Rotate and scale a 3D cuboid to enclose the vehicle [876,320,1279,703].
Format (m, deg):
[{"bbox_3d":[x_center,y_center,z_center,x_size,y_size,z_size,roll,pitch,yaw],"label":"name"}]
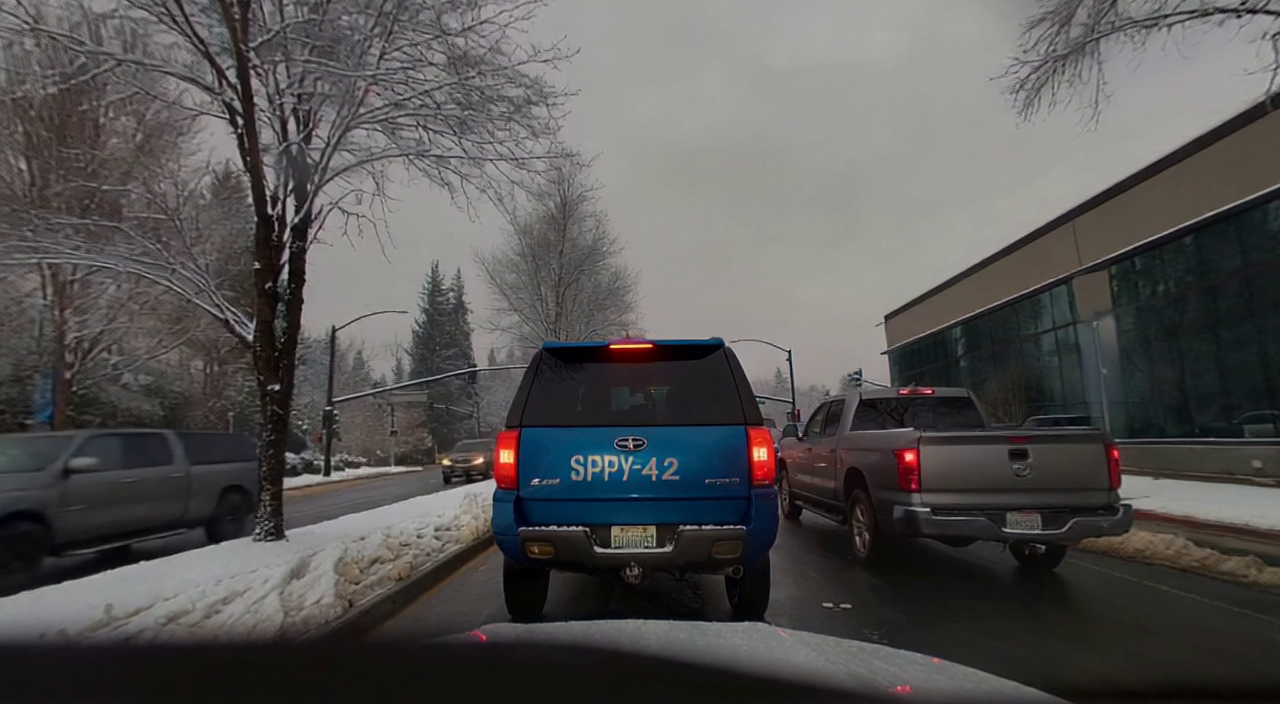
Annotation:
[{"bbox_3d":[3.080,0.987,3.466,2.022,1.700,4.410,0,-8,3],"label":"vehicle"}]

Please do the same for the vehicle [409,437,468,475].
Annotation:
[{"bbox_3d":[-15.455,7.991,48.814,2.395,2.745,6.273,0,-8,1],"label":"vehicle"}]

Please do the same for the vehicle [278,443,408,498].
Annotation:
[{"bbox_3d":[-12.173,4.866,26.485,2.419,2.018,5.952,0,-8,2],"label":"vehicle"}]

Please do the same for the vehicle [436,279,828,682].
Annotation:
[{"bbox_3d":[0.008,1.042,5.976,2.267,2.372,4.366,0,-8,2],"label":"vehicle"}]

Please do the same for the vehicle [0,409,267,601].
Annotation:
[{"bbox_3d":[-8.271,2.070,9.466,2.136,2.109,5.377,0,-9,-2],"label":"vehicle"}]
